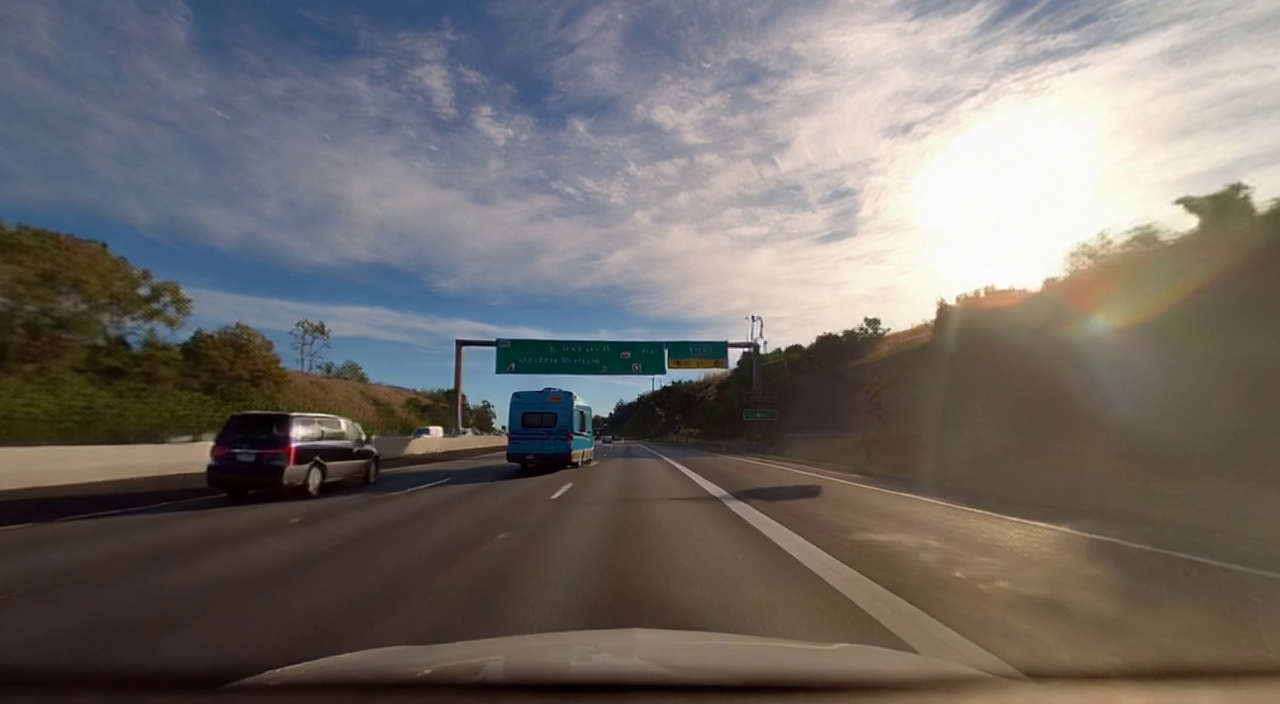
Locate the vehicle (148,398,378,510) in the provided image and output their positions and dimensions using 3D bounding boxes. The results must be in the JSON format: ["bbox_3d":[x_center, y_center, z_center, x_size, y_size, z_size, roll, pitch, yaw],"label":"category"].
[{"bbox_3d":[-7.220,1.981,12.734,2.045,1.873,4.202,0,-7,-1],"label":"vehicle"}]

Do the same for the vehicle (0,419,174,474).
[{"bbox_3d":[-17.033,2.868,19.446,1.858,1.486,4.528,0,-7,-1],"label":"vehicle"}]

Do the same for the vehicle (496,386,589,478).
[{"bbox_3d":[-3.766,3.310,26.192,2.676,3.269,7.388,0,-7,0],"label":"vehicle"}]
